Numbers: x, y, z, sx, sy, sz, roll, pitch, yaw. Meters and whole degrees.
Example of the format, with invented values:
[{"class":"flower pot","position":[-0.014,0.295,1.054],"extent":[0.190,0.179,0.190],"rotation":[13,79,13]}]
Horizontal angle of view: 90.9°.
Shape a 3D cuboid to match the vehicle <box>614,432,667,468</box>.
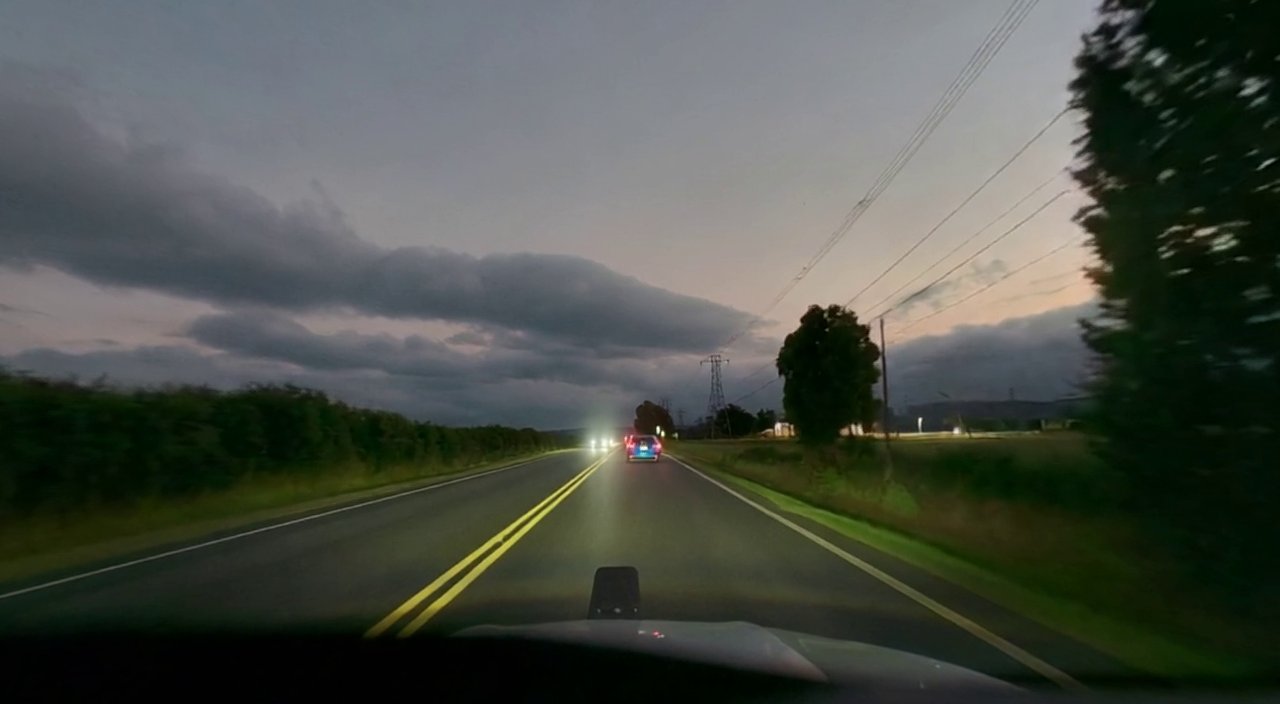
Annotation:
[{"class":"vehicle","position":[-0.023,4.387,28.455],"extent":[2.241,1.471,3.829],"rotation":[0,-8,-2]}]
